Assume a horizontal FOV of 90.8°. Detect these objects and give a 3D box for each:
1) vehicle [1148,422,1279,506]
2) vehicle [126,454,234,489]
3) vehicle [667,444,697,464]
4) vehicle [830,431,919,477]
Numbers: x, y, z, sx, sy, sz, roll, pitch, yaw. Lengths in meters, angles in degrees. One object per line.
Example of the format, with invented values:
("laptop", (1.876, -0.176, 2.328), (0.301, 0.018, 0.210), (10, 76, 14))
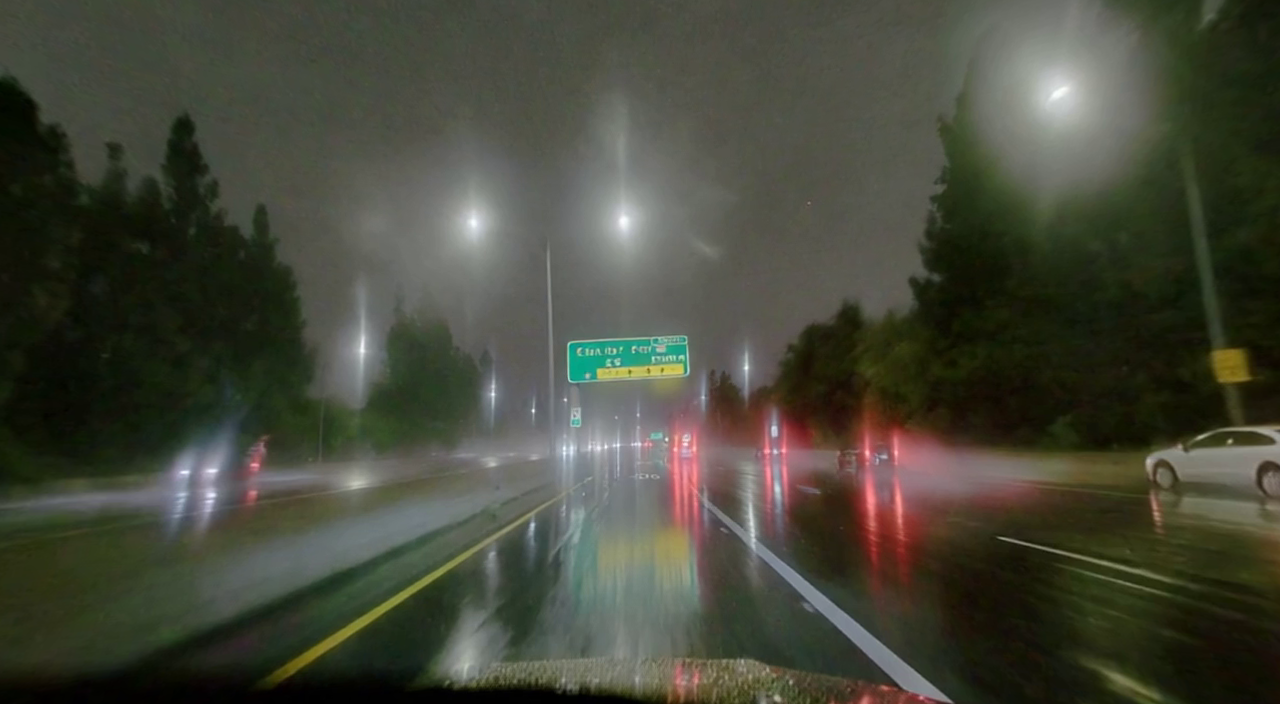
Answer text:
("vehicle", (14.167, 2.467, 14.083), (1.957, 1.709, 4.387), (0, -9, -1))
("vehicle", (-22.356, 5.797, 30.998), (1.866, 1.526, 4.669), (0, -9, -2))
("vehicle", (3.211, 7.937, 49.274), (1.956, 1.462, 4.397), (0, -9, -1))
("vehicle", (10.129, 4.458, 27.703), (2.098, 1.820, 4.505), (0, -9, -1))
